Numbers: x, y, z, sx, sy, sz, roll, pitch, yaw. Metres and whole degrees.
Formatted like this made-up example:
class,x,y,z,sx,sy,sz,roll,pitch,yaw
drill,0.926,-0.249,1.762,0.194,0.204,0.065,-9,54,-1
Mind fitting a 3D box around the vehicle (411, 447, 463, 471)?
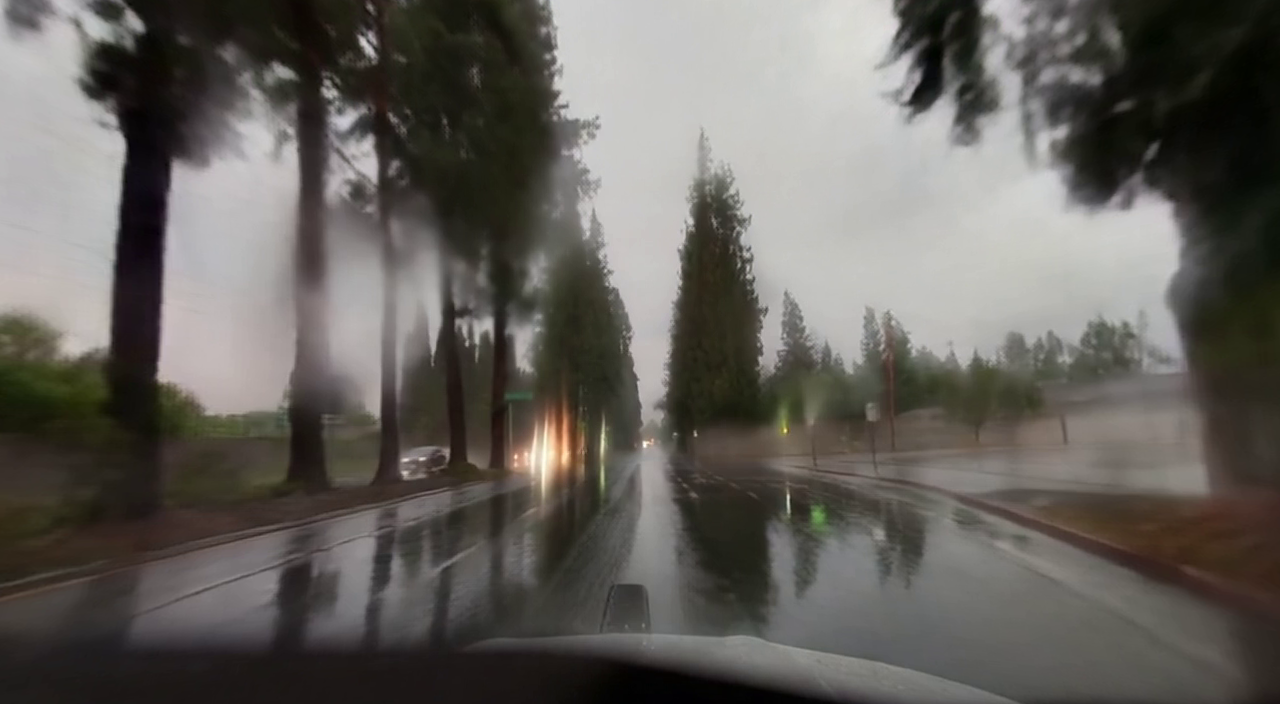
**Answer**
class,x,y,z,sx,sy,sz,roll,pitch,yaw
vehicle,-13.511,7.129,42.232,1.883,1.484,4.464,0,-8,1
